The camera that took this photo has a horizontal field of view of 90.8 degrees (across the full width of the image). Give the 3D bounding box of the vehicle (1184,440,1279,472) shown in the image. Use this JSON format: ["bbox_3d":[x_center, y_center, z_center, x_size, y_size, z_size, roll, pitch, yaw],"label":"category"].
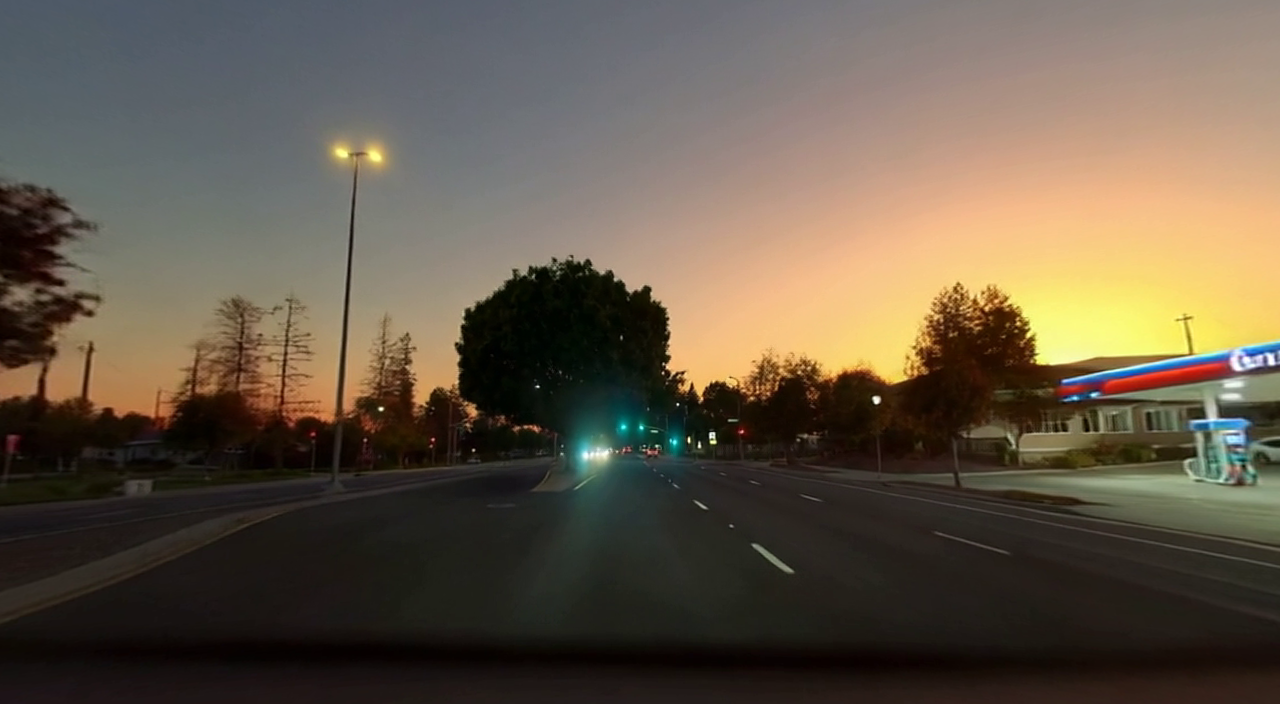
[{"bbox_3d":[31.087,5.443,33.056,1.591,1.491,4.005,-2,-10,1],"label":"vehicle"}]
